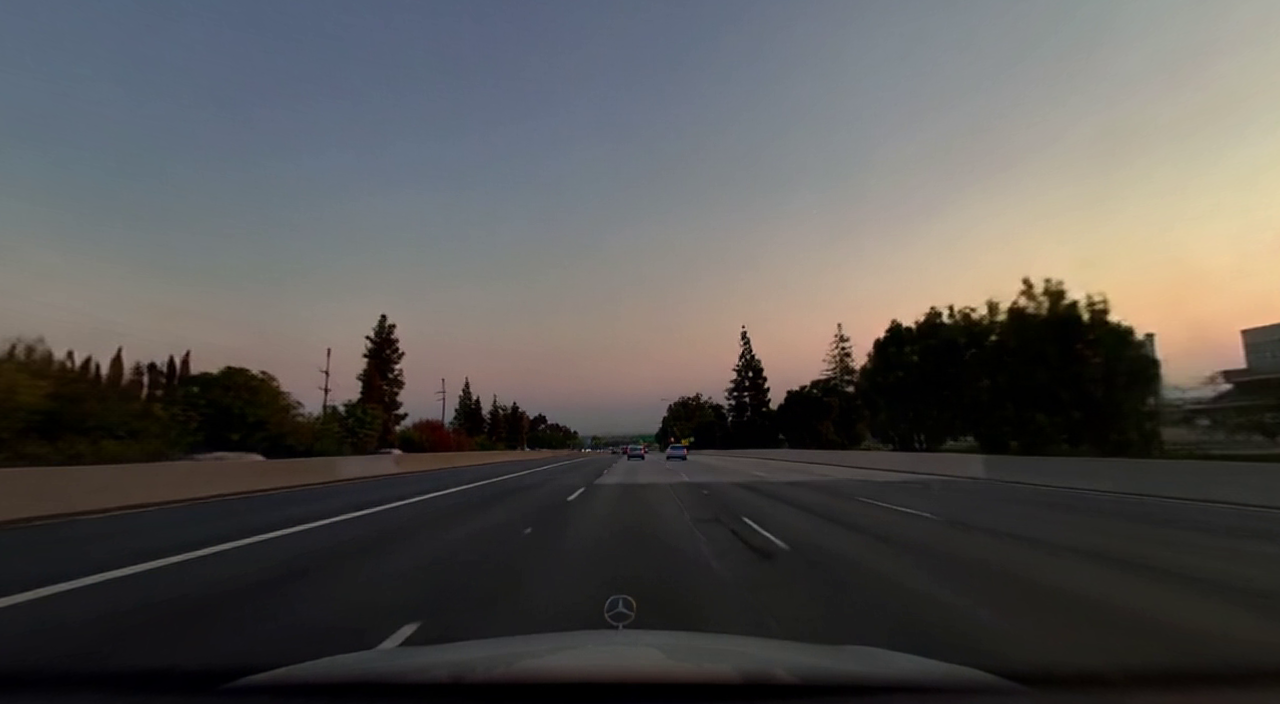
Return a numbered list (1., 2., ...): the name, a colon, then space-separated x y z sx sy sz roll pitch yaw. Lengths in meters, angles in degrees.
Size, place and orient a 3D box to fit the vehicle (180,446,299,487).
1. vehicle: -14.091 4.021 22.547 1.627 1.232 4.064 0 -8 -1
